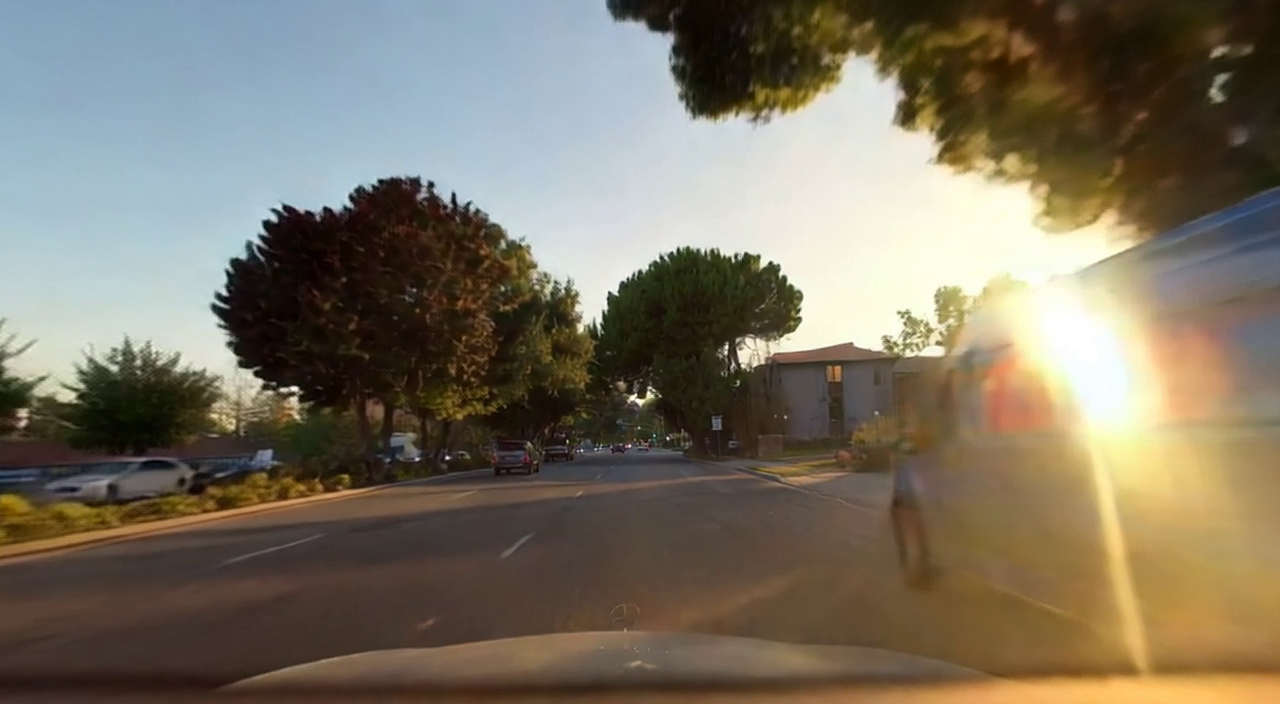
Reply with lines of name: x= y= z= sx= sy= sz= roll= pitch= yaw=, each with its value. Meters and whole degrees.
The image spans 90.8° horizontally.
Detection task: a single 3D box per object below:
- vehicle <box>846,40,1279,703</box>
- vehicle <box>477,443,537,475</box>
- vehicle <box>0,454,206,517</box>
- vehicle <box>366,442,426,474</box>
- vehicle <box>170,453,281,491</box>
vehicle: x=3.649 y=0.480 z=3.490 sx=2.821 sy=2.768 sz=5.972 roll=0 pitch=-9 yaw=-2
vehicle: x=-6.477 y=5.262 z=31.253 sx=1.970 sy=1.456 sz=4.441 roll=0 pitch=-9 yaw=1
vehicle: x=-14.661 y=3.571 z=17.469 sx=2.031 sy=1.466 sz=4.592 roll=0 pitch=-9 yaw=0
vehicle: x=-14.760 y=6.432 z=38.485 sx=1.947 sy=1.784 sz=4.175 roll=0 pitch=-9 yaw=0
vehicle: x=-17.754 y=5.124 z=27.333 sx=1.849 sy=1.457 sz=4.308 roll=0 pitch=-9 yaw=0
